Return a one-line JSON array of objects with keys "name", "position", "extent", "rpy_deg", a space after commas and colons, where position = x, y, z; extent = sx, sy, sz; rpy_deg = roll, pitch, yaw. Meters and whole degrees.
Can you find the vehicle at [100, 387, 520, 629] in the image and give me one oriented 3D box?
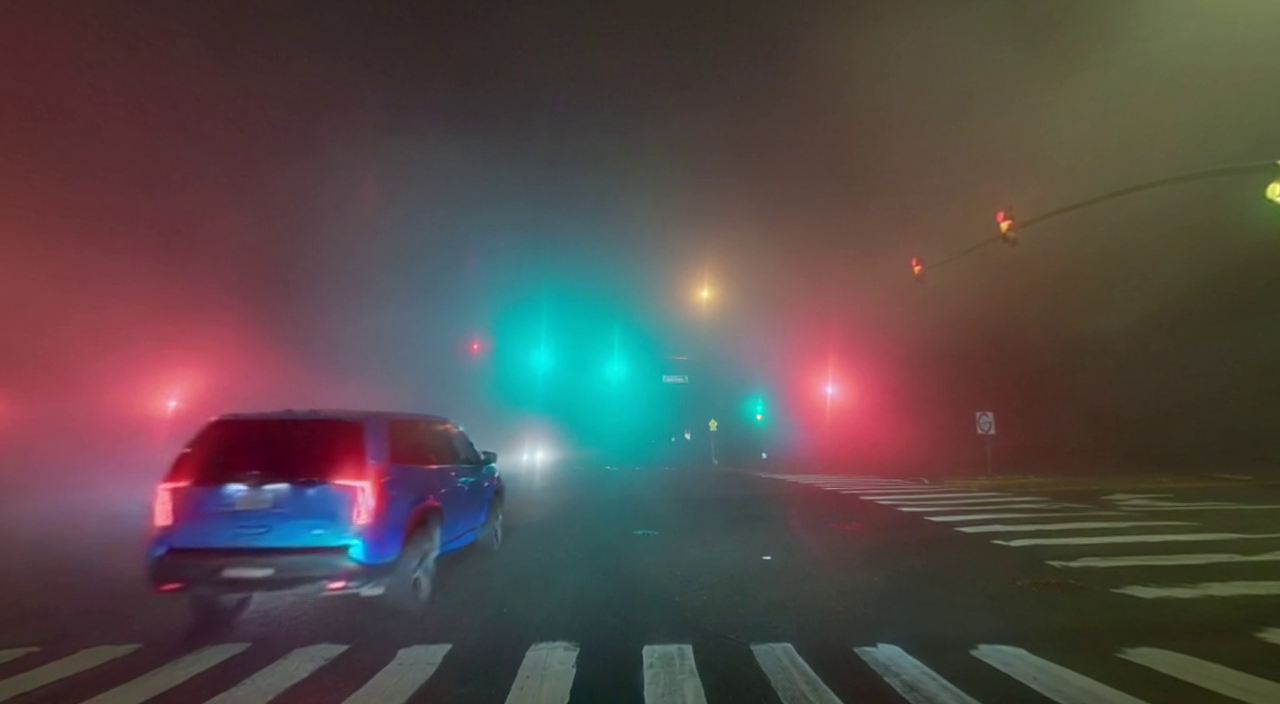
[{"name": "vehicle", "position": [-2.931, 1.496, 7.041], "extent": [2.123, 1.799, 4.425], "rpy_deg": [-1, -8, 2]}]
